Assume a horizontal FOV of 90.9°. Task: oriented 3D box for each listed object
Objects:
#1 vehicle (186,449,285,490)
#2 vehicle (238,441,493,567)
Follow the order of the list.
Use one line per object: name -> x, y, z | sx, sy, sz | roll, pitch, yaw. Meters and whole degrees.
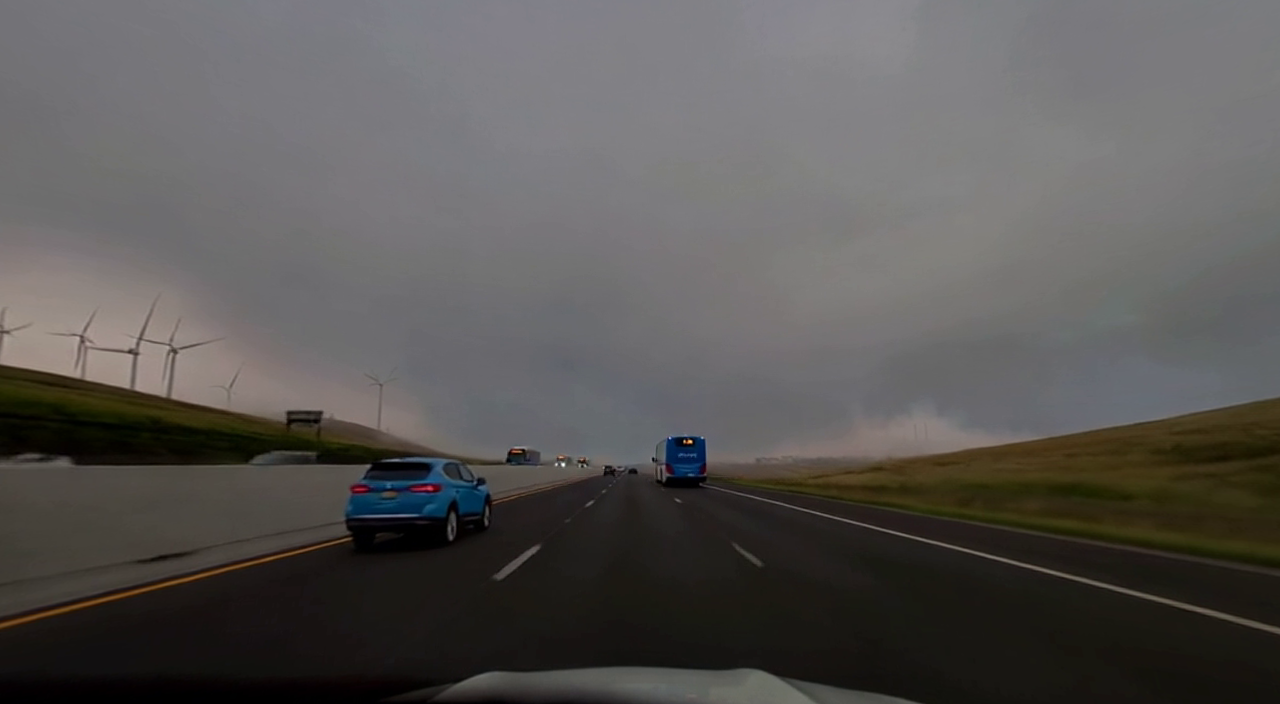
vehicle -> -19.433, 5.685, 30.529 | 1.922, 1.778, 4.263 | 1, -10, -1
vehicle -> -4.027, 2.346, 10.282 | 2.213, 1.568, 4.274 | 1, -10, 0
